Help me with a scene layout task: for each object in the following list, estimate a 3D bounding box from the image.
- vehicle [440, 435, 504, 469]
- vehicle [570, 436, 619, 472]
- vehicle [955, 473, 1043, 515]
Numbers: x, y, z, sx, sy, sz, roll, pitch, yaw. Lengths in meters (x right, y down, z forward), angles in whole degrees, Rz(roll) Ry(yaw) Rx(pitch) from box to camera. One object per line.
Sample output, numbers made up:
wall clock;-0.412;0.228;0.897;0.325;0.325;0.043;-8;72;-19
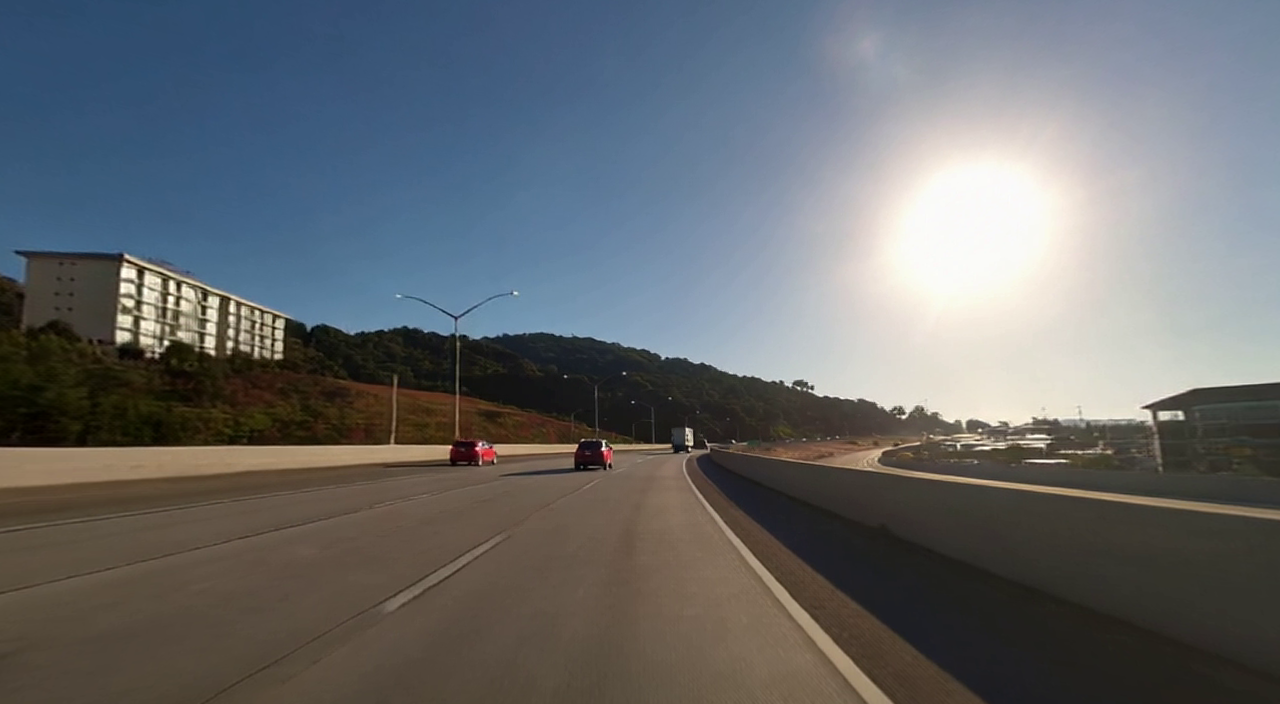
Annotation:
vehicle;-9.443;5.640;35.837;2.039;1.746;4.528;-1;-8;5
vehicle;-2.369;5.438;33.733;2.028;1.782;4.150;-1;-8;4
vehicle;25.176;9.929;44.581;2.775;2.408;6.139;0;-8;2
